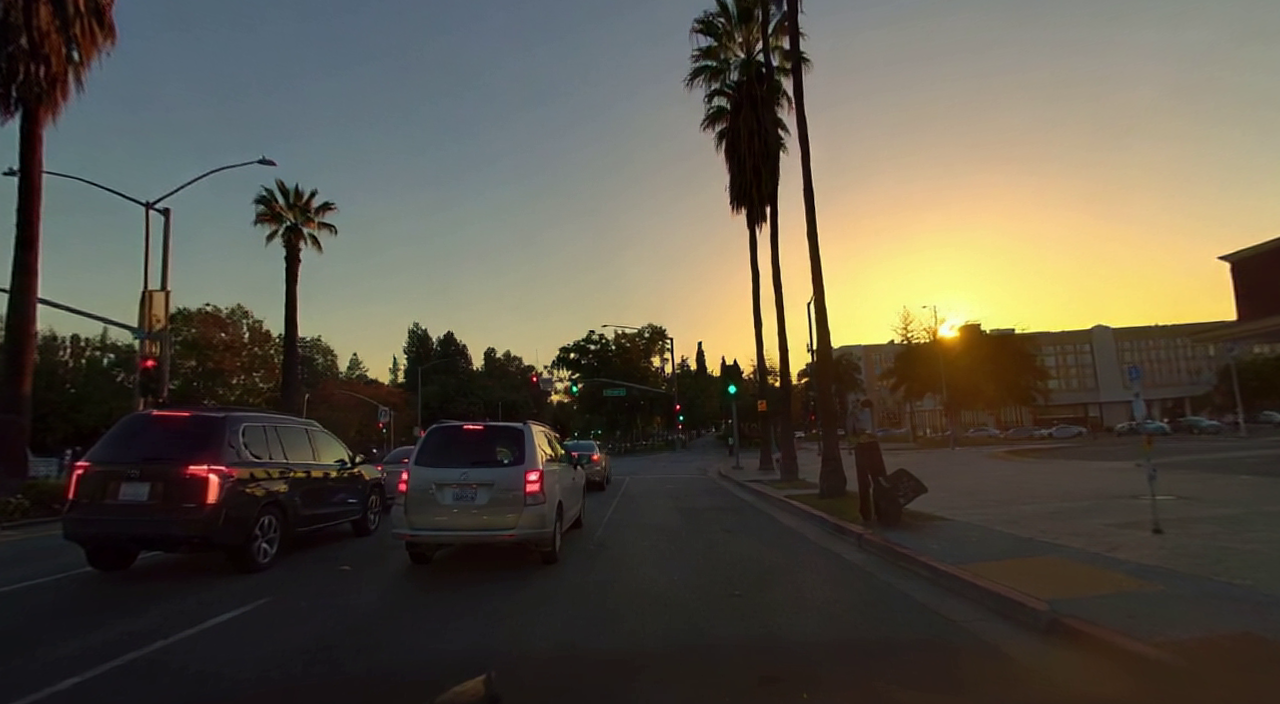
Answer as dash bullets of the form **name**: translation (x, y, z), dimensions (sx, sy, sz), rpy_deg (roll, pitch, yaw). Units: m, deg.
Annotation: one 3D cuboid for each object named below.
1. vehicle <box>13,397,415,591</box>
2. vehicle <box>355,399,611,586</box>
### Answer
- **vehicle**: translation (-5.024, 1.744, 8.619), dimensions (2.025, 1.862, 4.804), rpy_deg (0, -9, 1)
- **vehicle**: translation (-1.582, 1.657, 8.215), dimensions (2.153, 1.759, 4.320), rpy_deg (0, -9, 1)
